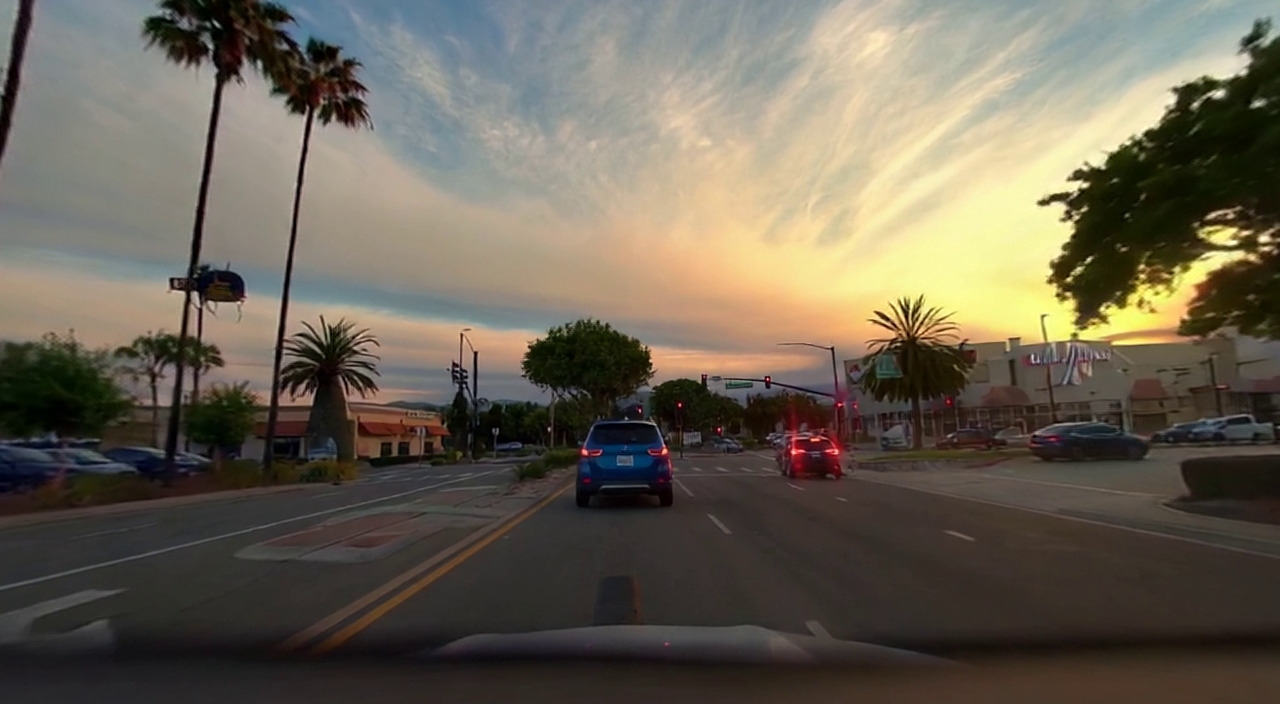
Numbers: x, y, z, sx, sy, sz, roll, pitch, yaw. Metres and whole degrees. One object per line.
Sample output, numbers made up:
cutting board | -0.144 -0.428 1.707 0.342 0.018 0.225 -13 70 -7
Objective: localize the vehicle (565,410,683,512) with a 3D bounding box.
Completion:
vehicle | -0.437 2.432 14.506 2.263 1.932 4.709 0 -8 -3

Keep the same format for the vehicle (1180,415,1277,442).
vehicle | 44.225 5.837 47.641 4.931 1.912 1.893 -5 -10 32

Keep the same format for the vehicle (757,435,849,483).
vehicle | 5.803 3.883 23.169 2.086 1.560 4.542 0 -8 -1

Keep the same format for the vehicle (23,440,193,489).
vehicle | -19.324 4.074 23.101 4.510 1.682 1.902 0 -8 2

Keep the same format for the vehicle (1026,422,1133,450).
vehicle | 29.189 5.648 42.167 5.390 1.773 2.119 -3 -9 21
